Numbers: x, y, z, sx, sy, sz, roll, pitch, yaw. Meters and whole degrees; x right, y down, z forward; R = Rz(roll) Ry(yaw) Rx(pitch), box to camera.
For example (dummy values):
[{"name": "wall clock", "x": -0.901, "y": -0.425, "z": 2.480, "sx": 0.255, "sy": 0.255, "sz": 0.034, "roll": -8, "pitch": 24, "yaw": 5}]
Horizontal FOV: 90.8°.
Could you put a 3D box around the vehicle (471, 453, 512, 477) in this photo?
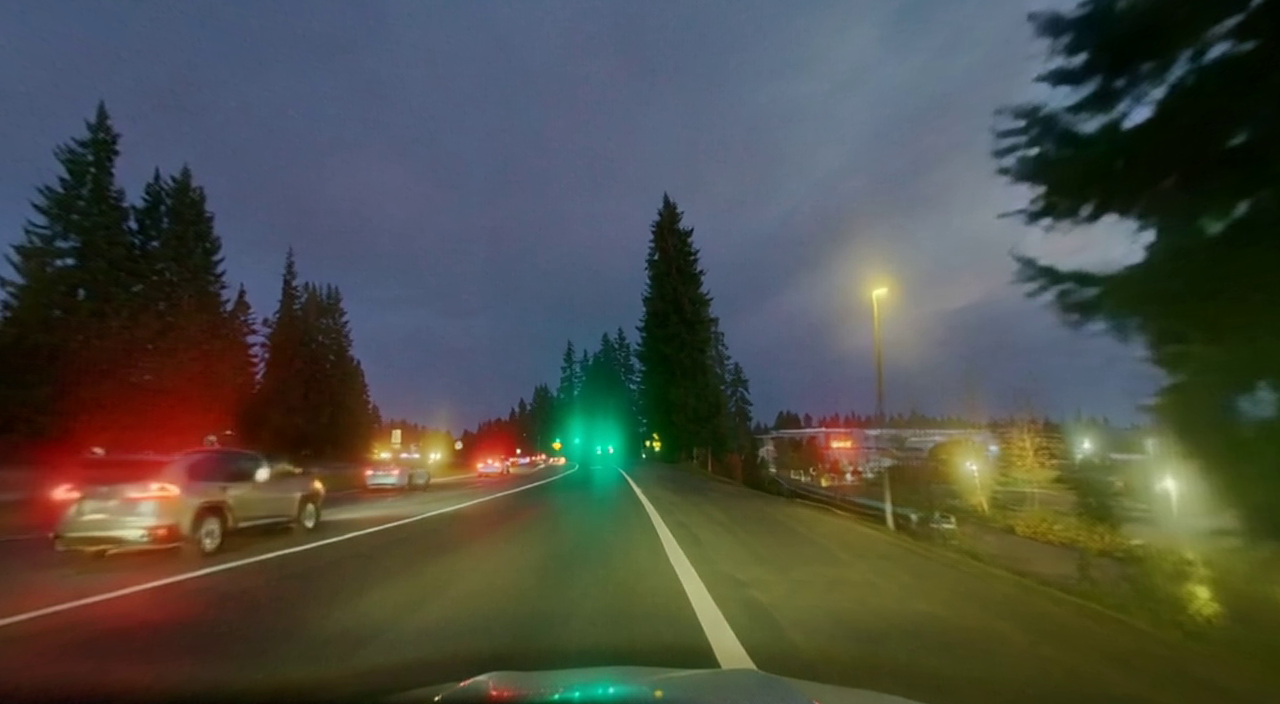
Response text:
[{"name": "vehicle", "x": -10.800, "y": 8.242, "z": 46.209, "sx": 1.886, "sy": 1.535, "sz": 4.742, "roll": 0, "pitch": -8, "yaw": -1}]

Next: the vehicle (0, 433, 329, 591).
[{"name": "vehicle", "x": -7.068, "y": 2.134, "z": 9.470, "sx": 2.210, "sy": 1.737, "sz": 4.649, "roll": -1, "pitch": -8, "yaw": 3}]

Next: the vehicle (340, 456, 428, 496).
[{"name": "vehicle", "x": -10.839, "y": 5.241, "z": 27.118, "sx": 1.781, "sy": 1.476, "sz": 4.513, "roll": 0, "pitch": -8, "yaw": 2}]
